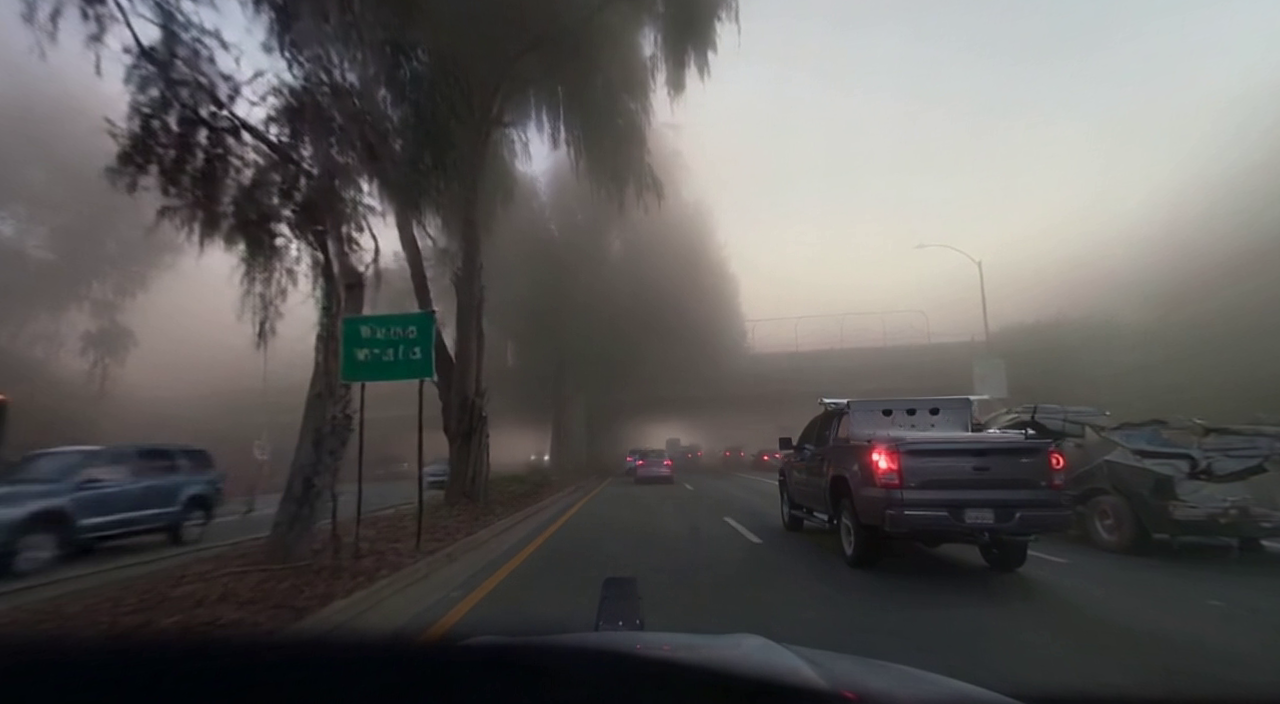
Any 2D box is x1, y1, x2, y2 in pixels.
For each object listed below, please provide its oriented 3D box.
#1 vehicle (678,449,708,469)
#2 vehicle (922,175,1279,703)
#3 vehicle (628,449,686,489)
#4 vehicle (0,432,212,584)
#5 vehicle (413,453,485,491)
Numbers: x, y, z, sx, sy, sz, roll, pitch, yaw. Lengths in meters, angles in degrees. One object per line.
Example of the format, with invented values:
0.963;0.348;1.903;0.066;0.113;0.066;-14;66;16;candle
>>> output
3.928;8.026;47.645;1.962;1.431;4.205;0;-8;0;vehicle
3.477;0.591;2.300;2.588;2.321;4.927;0;-8;0;vehicle
0.592;4.412;24.115;2.027;1.341;3.775;0;-8;0;vehicle
-8.593;2.022;8.672;2.165;1.764;4.671;0;-8;-1;vehicle
-8.282;5.196;27.751;1.858;1.494;4.034;0;-8;1;vehicle
